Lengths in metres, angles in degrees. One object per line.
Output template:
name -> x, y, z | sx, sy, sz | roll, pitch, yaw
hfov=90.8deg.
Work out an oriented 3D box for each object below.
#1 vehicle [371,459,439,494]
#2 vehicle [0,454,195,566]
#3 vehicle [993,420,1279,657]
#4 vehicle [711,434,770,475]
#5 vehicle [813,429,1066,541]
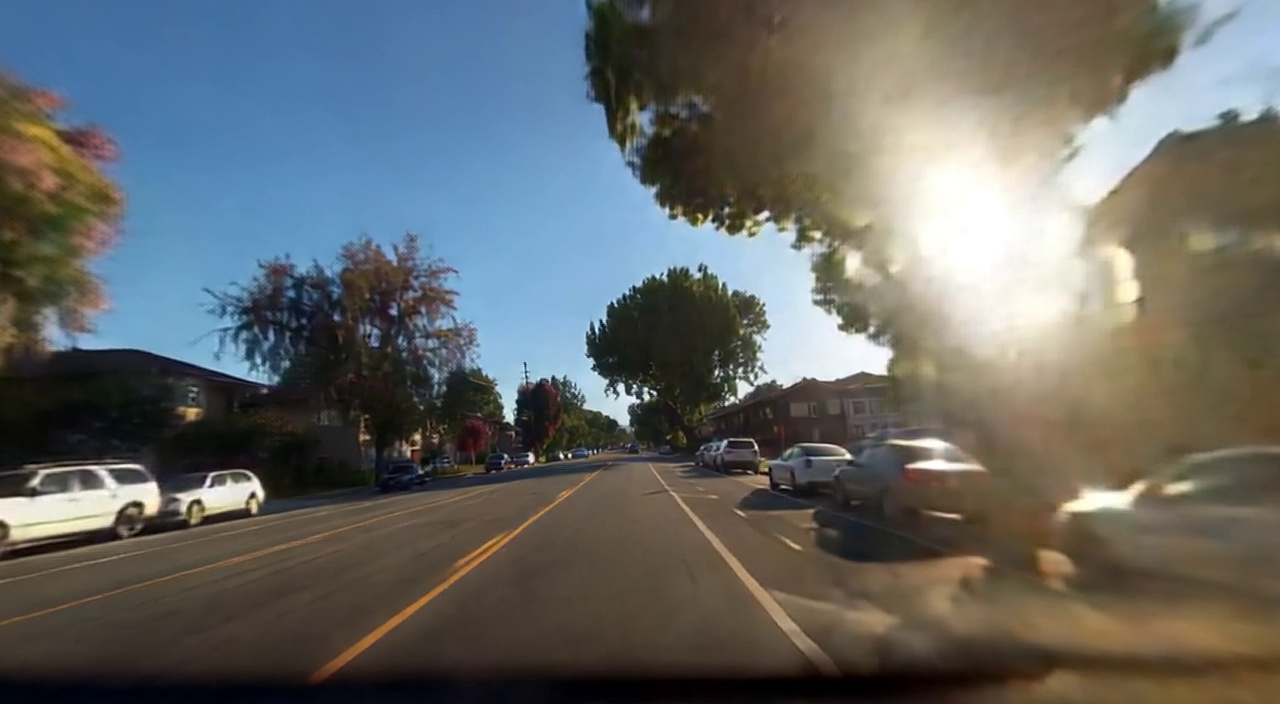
vehicle -> -12.664, 6.728, 34.390 | 1.972, 1.475, 4.503 | -5, -9, 0
vehicle -> -12.267, 3.162, 13.053 | 2.156, 1.935, 5.464 | -3, -10, 0
vehicle -> 4.910, 1.269, 4.667 | 1.923, 1.454, 4.460 | 0, -9, -2
vehicle -> 4.542, 4.731, 29.305 | 1.919, 1.698, 4.747 | 0, -9, -1
vehicle -> 4.819, 2.210, 11.269 | 1.933, 1.511, 5.086 | 0, -9, -1
